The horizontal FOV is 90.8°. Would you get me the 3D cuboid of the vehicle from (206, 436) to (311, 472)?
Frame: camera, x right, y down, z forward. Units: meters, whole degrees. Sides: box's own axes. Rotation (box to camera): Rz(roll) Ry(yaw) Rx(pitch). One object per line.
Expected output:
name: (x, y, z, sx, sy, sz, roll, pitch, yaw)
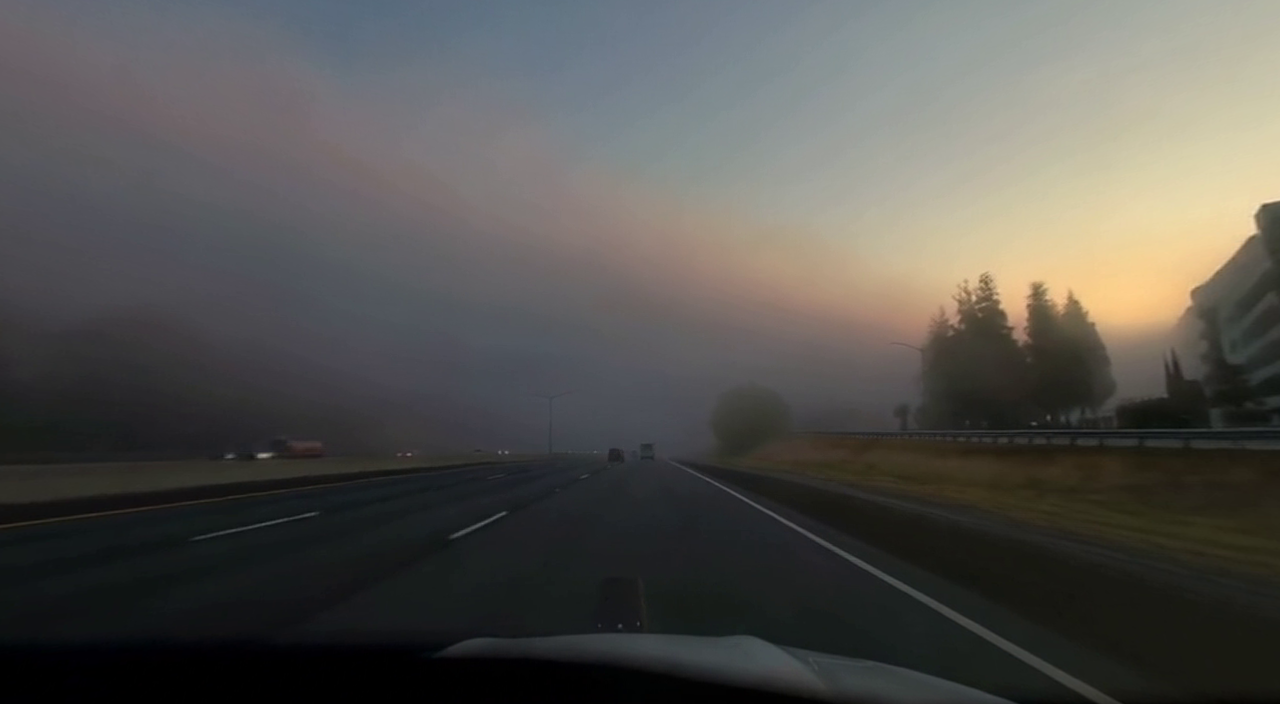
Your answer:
vehicle: (-18.330, 4.909, 30.673, 1.956, 1.578, 4.787, -1, -8, 2)
